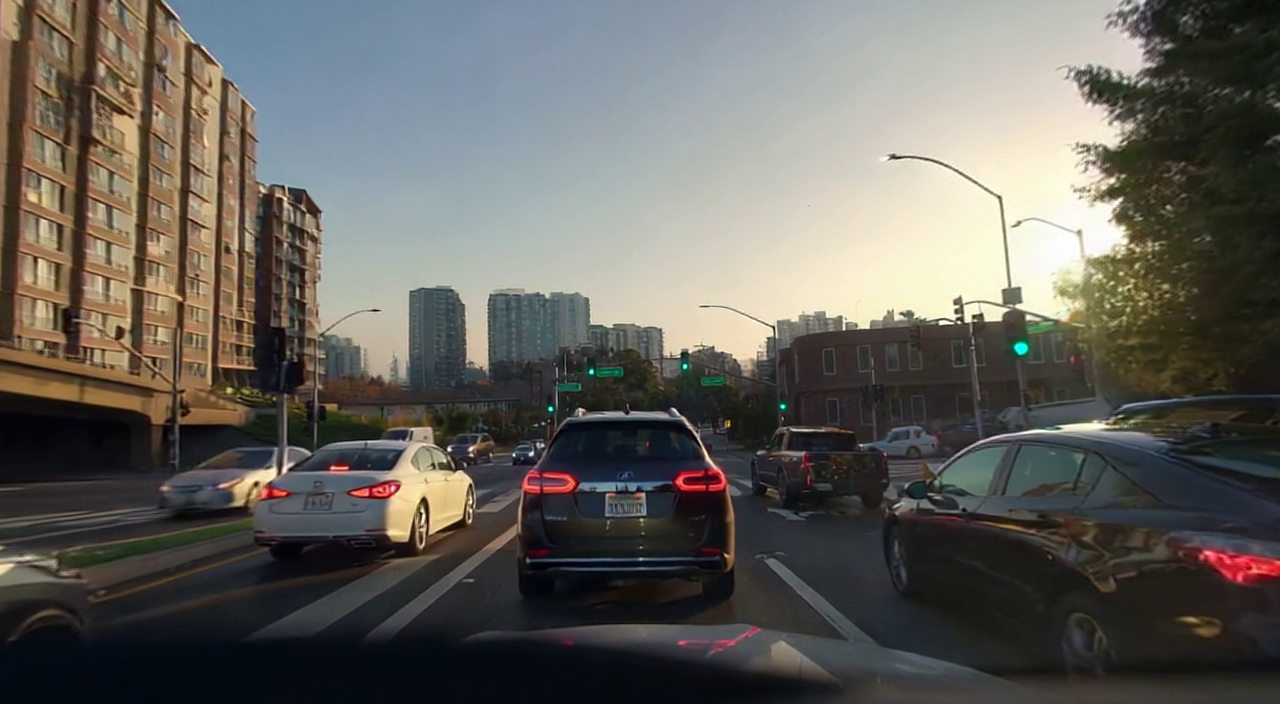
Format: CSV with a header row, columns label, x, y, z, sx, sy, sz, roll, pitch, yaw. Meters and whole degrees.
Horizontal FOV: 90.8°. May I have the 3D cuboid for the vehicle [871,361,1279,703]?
label,x,y,z,sx,sy,sz,roll,pitch,yaw
vehicle,3.177,1.072,3.825,1.906,1.608,4.137,0,-8,-1

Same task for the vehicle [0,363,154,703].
label,x,y,z,sx,sy,sz,roll,pitch,yaw
vehicle,-3.819,0.641,0.931,2.126,1.693,5.289,0,-8,-2

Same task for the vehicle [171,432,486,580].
label,x,y,z,sx,sy,sz,roll,pitch,yaw
vehicle,-3.788,1.935,8.924,2.055,1.488,4.733,0,-8,0

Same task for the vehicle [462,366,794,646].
label,x,y,z,sx,sy,sz,roll,pitch,yaw
vehicle,-0.106,1.409,6.967,2.206,1.858,5.332,0,-8,0
